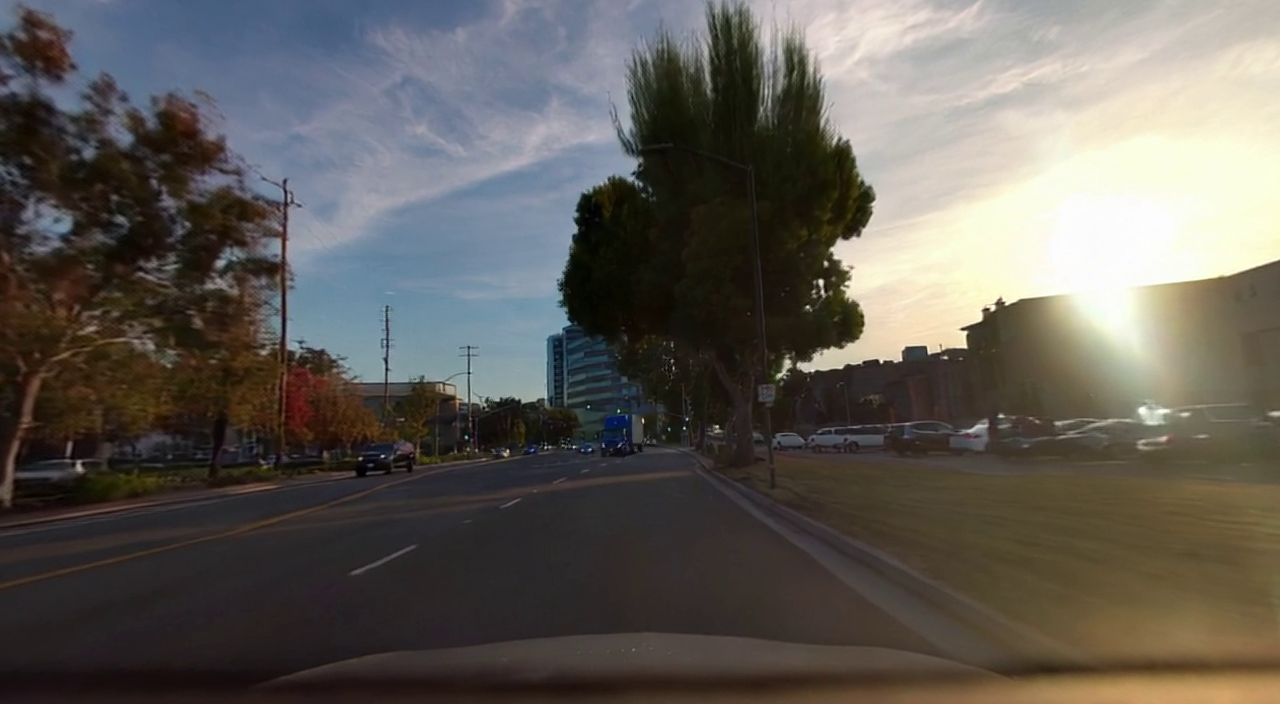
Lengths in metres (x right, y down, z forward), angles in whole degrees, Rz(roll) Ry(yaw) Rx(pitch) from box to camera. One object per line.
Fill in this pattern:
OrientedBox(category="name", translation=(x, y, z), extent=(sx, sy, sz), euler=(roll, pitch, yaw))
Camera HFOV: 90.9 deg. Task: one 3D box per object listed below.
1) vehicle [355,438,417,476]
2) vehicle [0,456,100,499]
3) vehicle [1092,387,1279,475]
OrientedBox(category="vehicle", translation=(-16.697, 6.877, 41.742), extent=(2.380, 2.179, 5.187), euler=(-2, -8, -5))
OrientedBox(category="vehicle", translation=(-30.477, 6.334, 32.164), extent=(1.967, 1.877, 4.256), euler=(0, -8, 0))
OrientedBox(category="vehicle", translation=(14.473, 2.022, 15.948), extent=(4.437, 2.022, 2.173), euler=(1, -8, -6))
